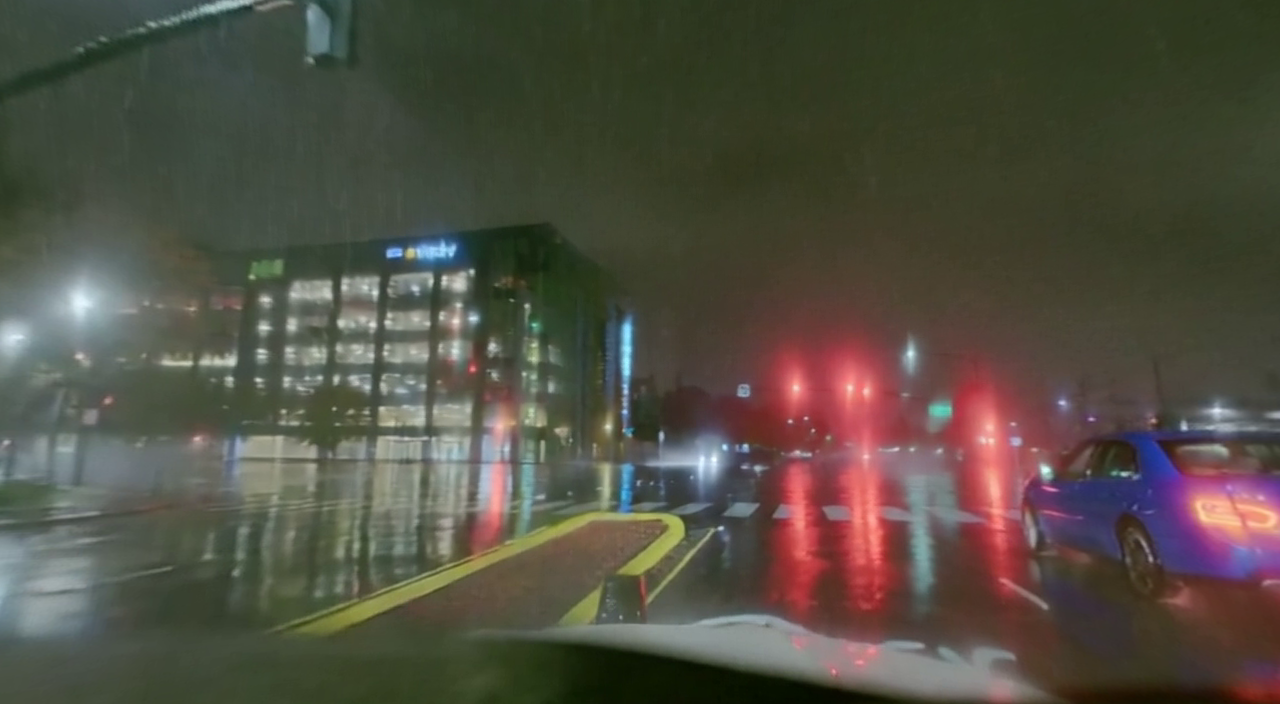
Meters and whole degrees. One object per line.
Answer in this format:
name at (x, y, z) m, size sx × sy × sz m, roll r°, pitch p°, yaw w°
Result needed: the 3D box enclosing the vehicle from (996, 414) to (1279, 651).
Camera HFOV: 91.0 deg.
vehicle at (5.370, 1.525, 6.281) m, size 2.067 × 1.625 × 4.073 m, roll -2°, pitch -9°, yaw 14°
